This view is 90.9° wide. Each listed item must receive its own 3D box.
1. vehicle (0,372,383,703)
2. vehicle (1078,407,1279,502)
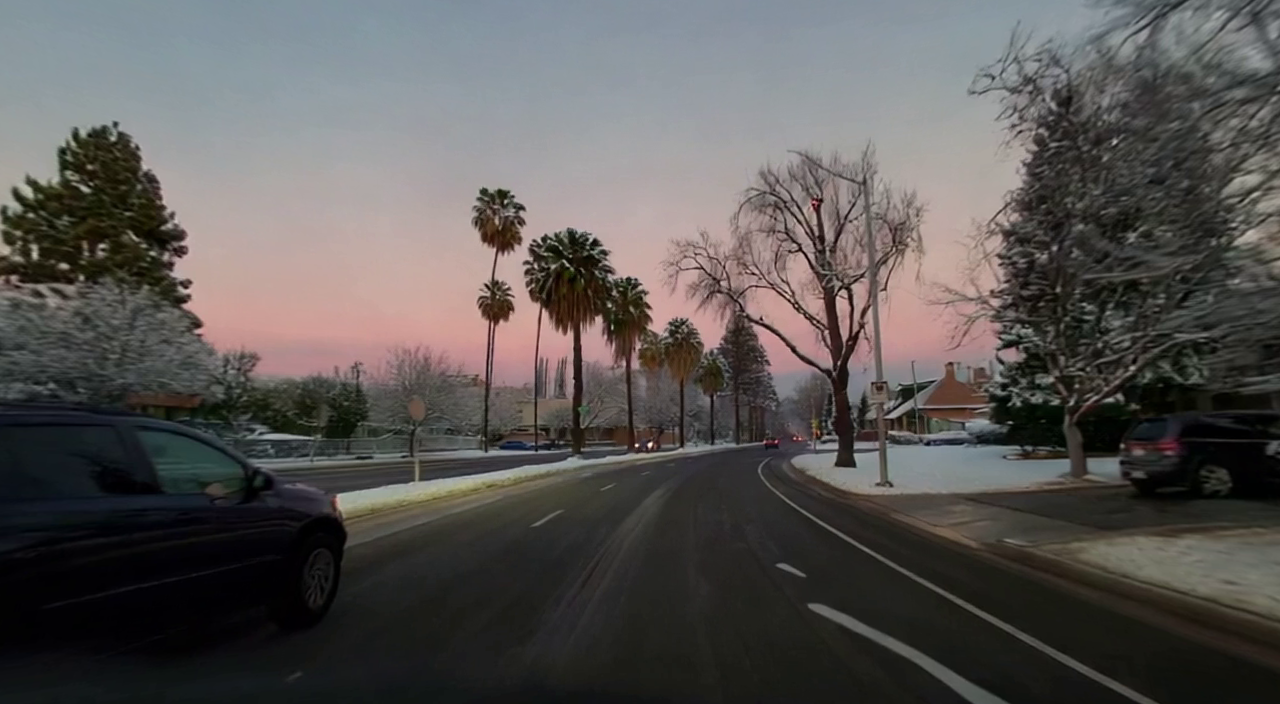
[{"bbox_3d":[-3.486,0.966,3.333,2.075,1.498,4.730,0,-9,3],"label":"vehicle"},{"bbox_3d":[12.220,2.099,13.040,4.620,1.782,2.139,0,-9,2],"label":"vehicle"}]
